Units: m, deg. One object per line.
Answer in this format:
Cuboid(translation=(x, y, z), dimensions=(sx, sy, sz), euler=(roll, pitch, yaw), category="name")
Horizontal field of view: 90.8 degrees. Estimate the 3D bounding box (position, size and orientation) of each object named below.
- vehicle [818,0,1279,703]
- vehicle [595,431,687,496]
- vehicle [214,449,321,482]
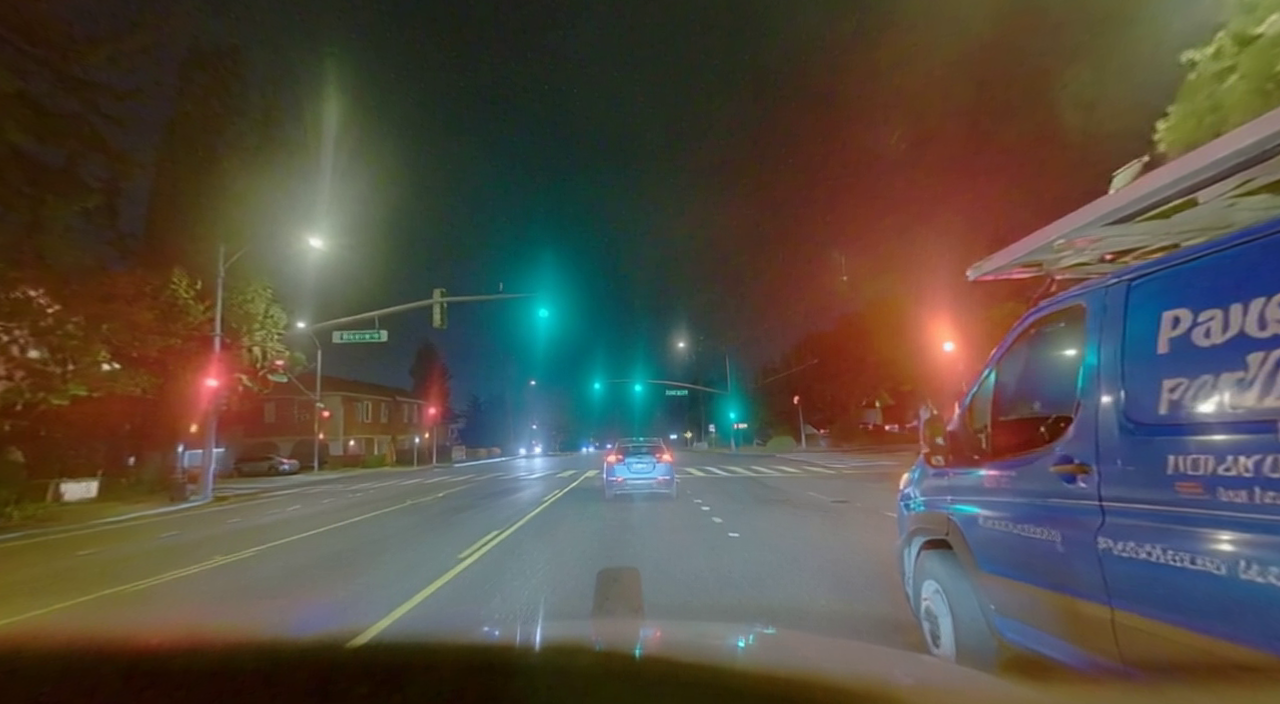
Cuboid(translation=(2.949, 0.143, 1.882), dimensions=(2.770, 3.054, 7.271), euler=(0, -9, 1), category="vehicle")
Cuboid(translation=(0.008, 2.846, 16.436), dimensions=(2.104, 1.462, 3.991), euler=(0, -9, 0), category="vehicle")
Cuboid(translation=(-20.018, 6.106, 34.086), dimensions=(4.588, 1.703, 1.879), euler=(-1, -9, 1), category="vehicle")
